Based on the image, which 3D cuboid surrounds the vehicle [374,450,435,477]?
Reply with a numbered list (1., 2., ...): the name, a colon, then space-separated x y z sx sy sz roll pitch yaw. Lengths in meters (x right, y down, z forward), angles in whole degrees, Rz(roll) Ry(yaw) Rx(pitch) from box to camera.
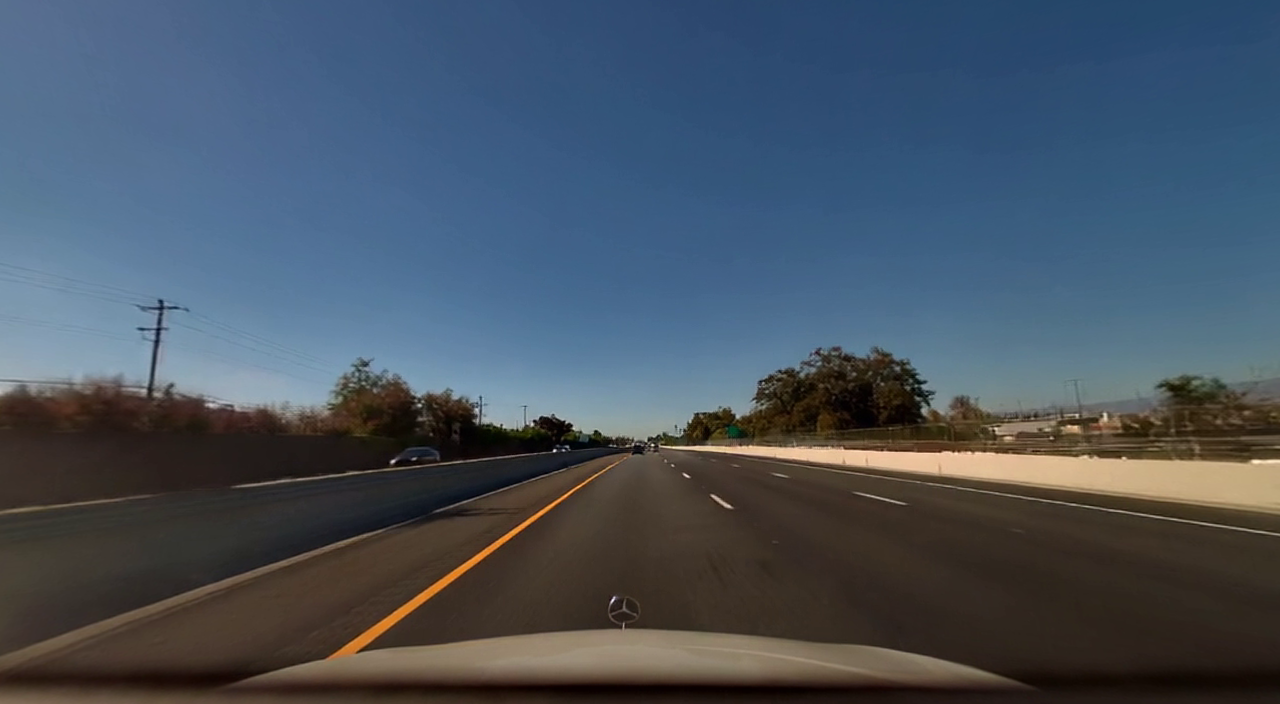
1. vehicle: -13.752 6.525 37.135 1.847 1.458 4.352 0 -8 1
